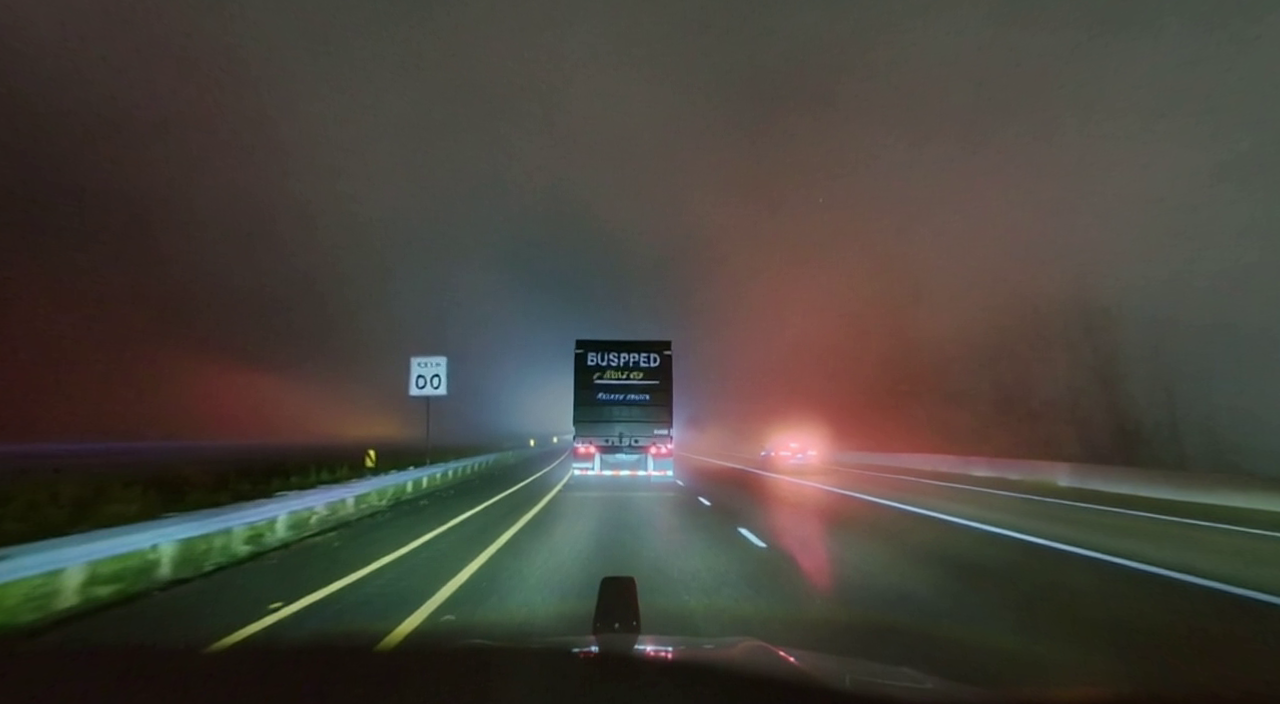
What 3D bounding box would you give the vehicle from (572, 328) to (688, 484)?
[{"bbox_3d":[-0.459,1.899,20.188,2.870,3.911,8.697,0,-8,-3],"label":"vehicle"}]
